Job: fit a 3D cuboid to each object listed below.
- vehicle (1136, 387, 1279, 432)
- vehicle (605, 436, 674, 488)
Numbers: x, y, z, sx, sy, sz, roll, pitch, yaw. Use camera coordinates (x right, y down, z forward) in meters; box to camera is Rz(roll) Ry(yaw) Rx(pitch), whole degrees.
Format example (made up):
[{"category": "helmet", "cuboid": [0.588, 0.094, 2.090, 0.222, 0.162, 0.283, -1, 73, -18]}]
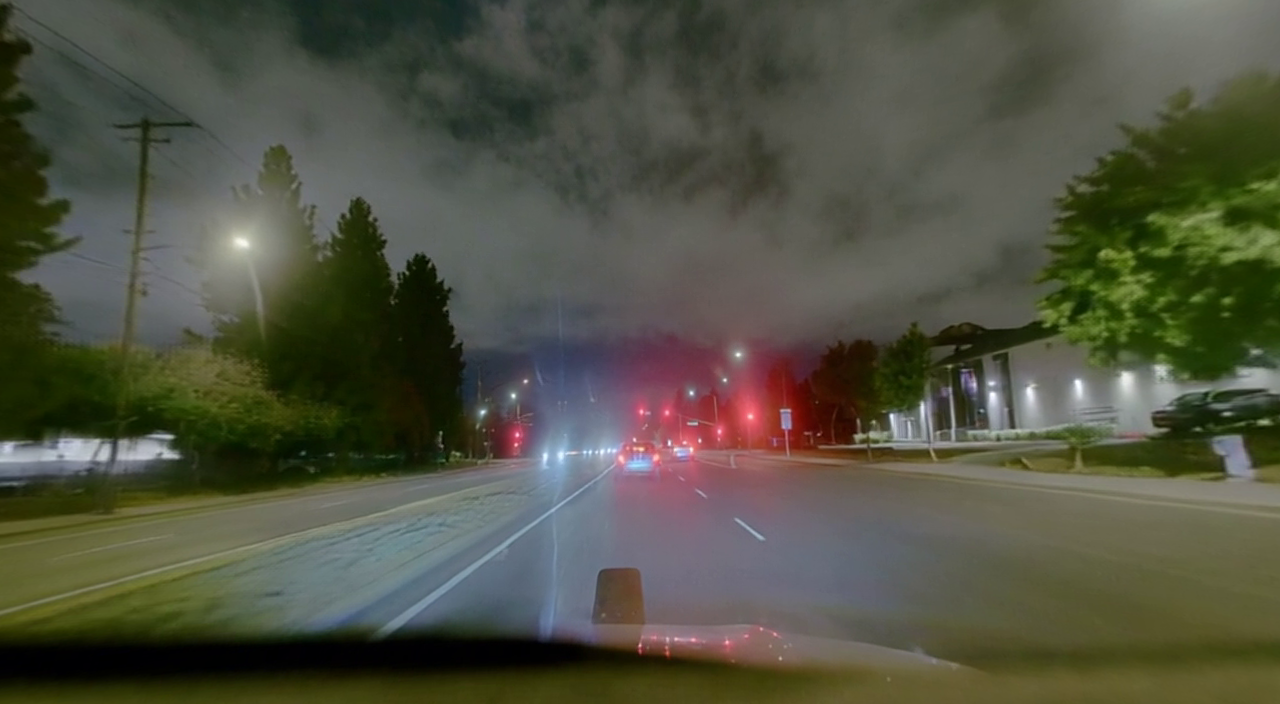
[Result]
[{"category": "vehicle", "cuboid": [22.459, 2.248, 24.508, 4.738, 1.593, 2.123, 0, -8, -4]}, {"category": "vehicle", "cuboid": [-0.065, 3.824, 22.261, 2.181, 1.639, 4.127, 0, -9, -1]}]
